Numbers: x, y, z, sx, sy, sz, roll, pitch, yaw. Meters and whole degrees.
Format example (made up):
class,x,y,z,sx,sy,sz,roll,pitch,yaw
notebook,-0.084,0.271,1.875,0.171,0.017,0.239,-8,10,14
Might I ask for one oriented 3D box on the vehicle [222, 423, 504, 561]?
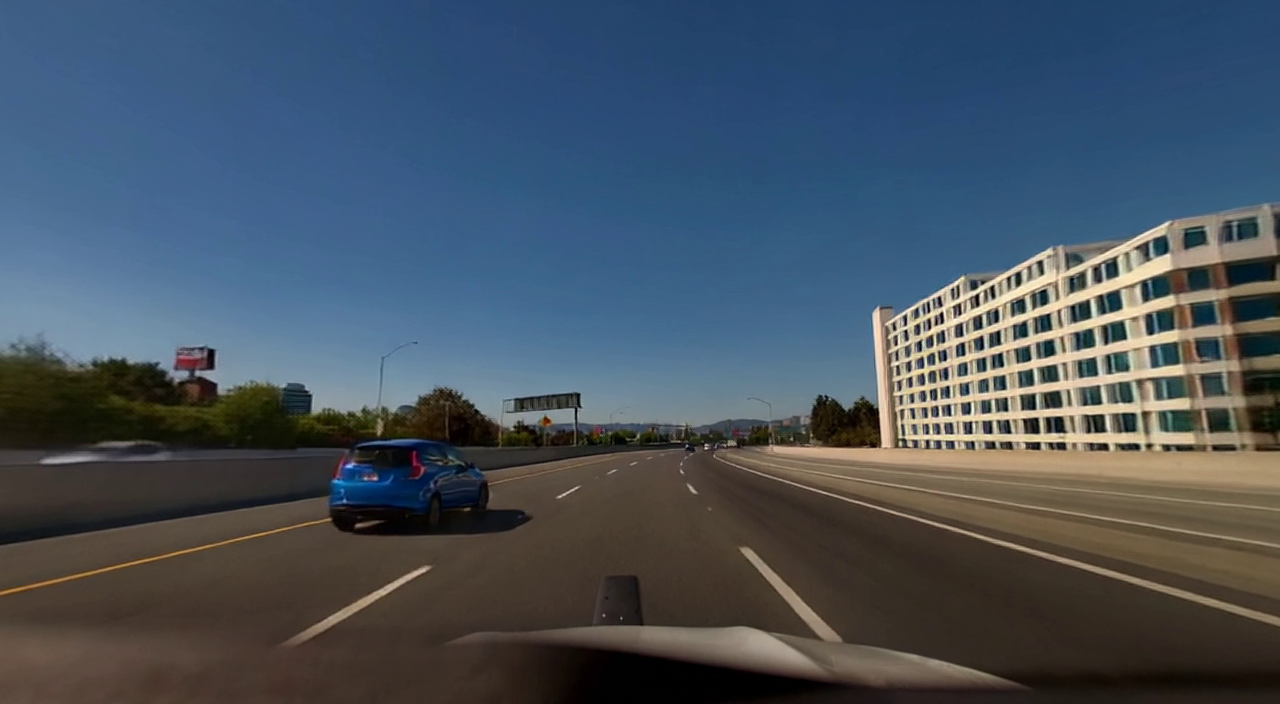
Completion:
class,x,y,z,sx,sy,sz,roll,pitch,yaw
vehicle,-3.727,1.978,9.722,2.087,1.566,4.756,0,-8,1

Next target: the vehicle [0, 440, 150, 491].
class,x,y,z,sx,sy,sz,roll,pitch,yaw
vehicle,-19.582,3.795,21.482,1.929,1.514,4.713,-1,-8,2
